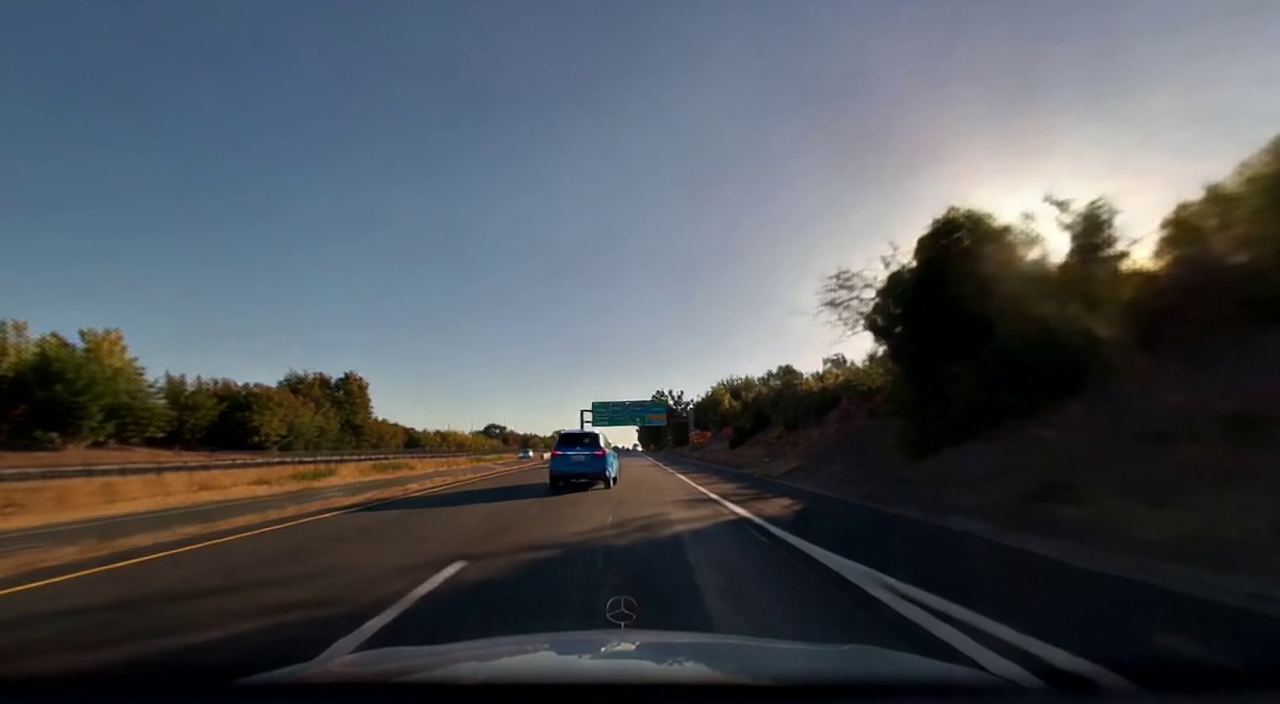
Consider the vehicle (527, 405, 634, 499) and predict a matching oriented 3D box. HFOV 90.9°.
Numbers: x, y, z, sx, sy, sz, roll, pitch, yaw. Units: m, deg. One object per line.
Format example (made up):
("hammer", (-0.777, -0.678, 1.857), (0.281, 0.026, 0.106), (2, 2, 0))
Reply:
("vehicle", (-1.394, 2.666, 17.053), (2.248, 2.154, 4.892), (0, -8, 2))
